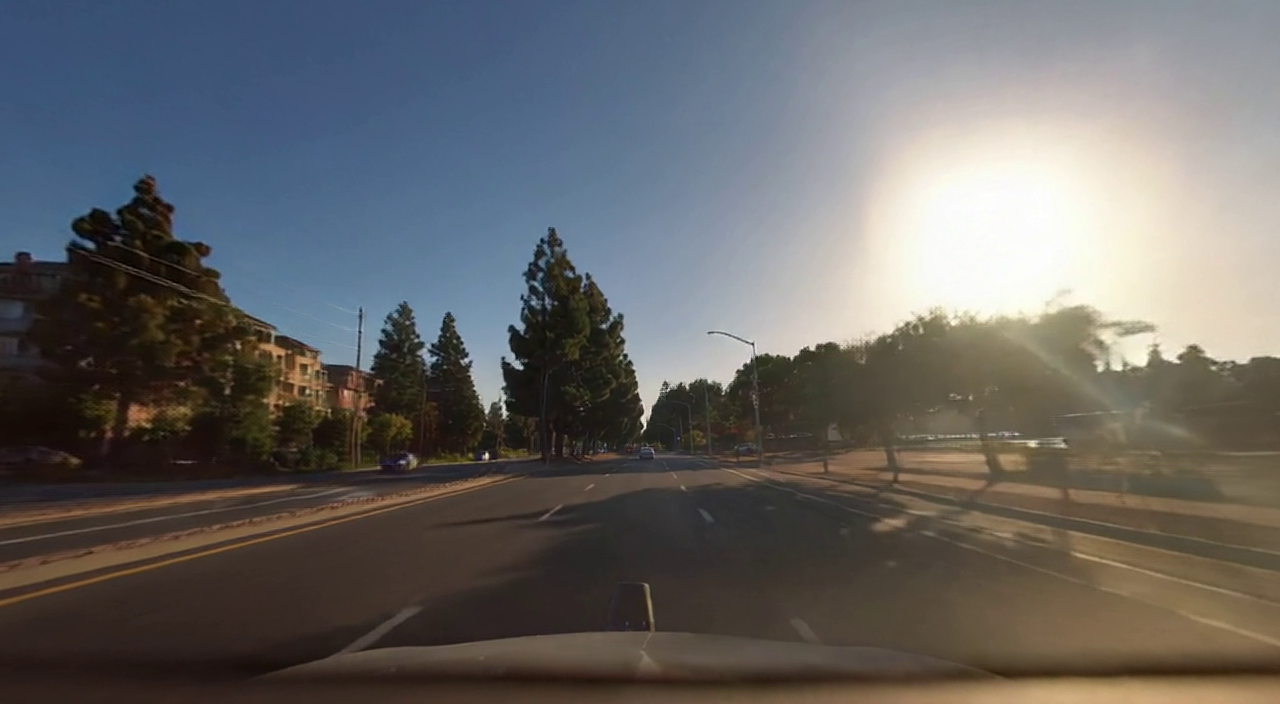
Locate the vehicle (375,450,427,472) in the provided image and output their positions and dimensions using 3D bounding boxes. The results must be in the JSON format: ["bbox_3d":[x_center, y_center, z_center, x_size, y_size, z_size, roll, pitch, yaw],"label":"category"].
[{"bbox_3d":[-17.808,8.111,47.149,1.874,1.467,4.649,-2,-9,3],"label":"vehicle"}]
